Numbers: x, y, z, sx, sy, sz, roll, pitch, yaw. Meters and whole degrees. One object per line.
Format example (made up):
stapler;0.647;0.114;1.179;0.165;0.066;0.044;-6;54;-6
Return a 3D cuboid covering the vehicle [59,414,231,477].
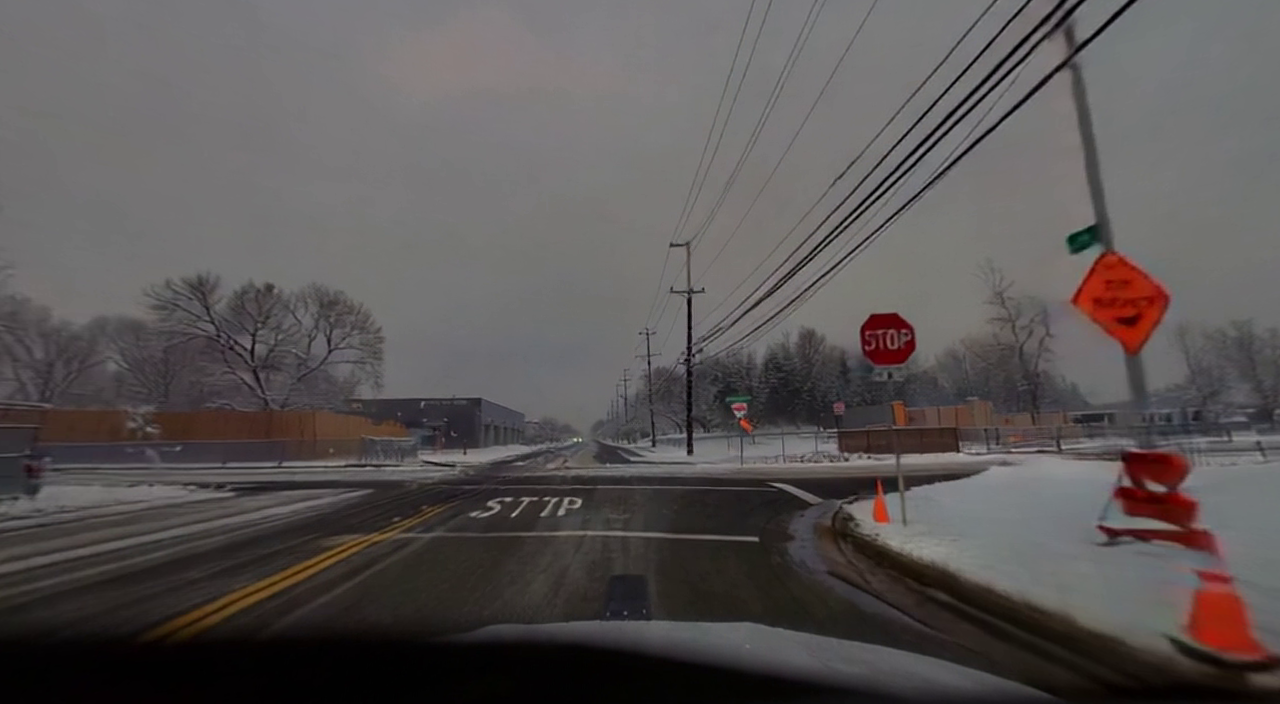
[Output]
vehicle;-26.600;5.097;34.092;6.847;2.992;3.170;-3;-10;7
